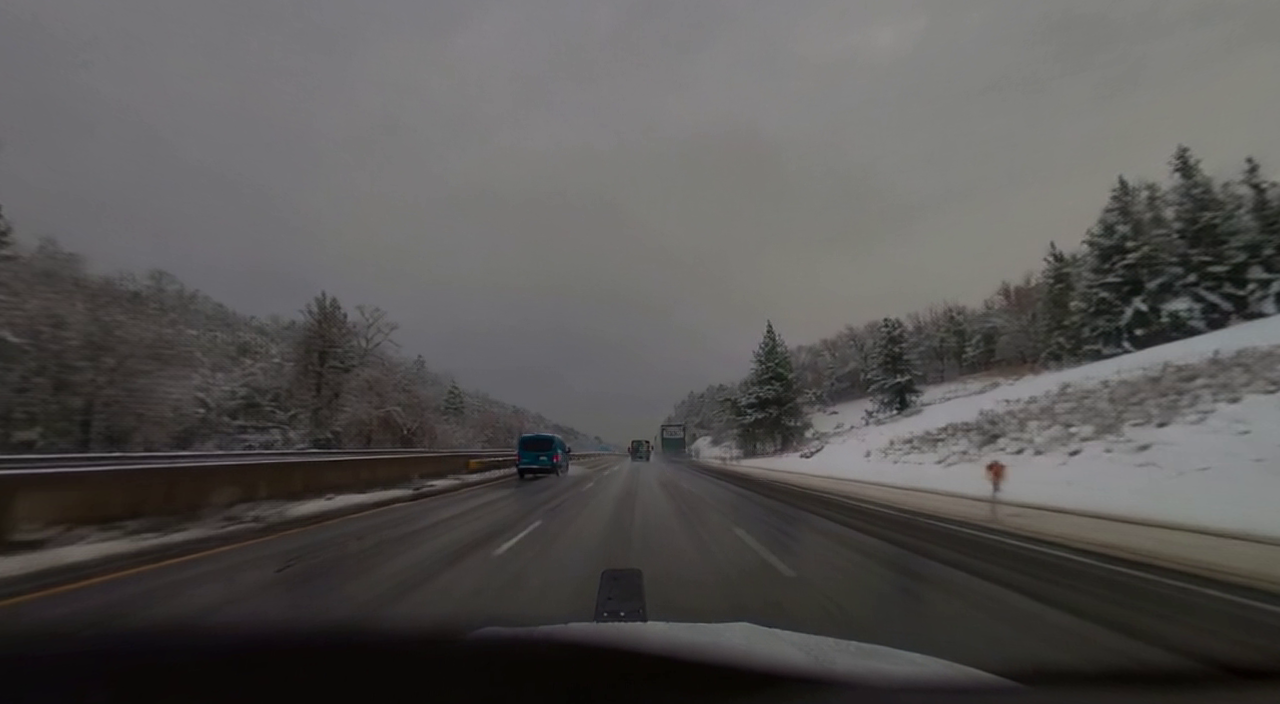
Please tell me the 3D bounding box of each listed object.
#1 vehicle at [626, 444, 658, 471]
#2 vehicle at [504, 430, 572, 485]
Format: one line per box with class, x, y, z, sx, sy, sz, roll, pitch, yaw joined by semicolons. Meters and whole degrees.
vehicle;0.151;7.306;43.863;2.166;1.747;4.299;0;-9;1
vehicle;-4.067;4.324;25.929;1.955;2.004;4.792;0;-9;0
